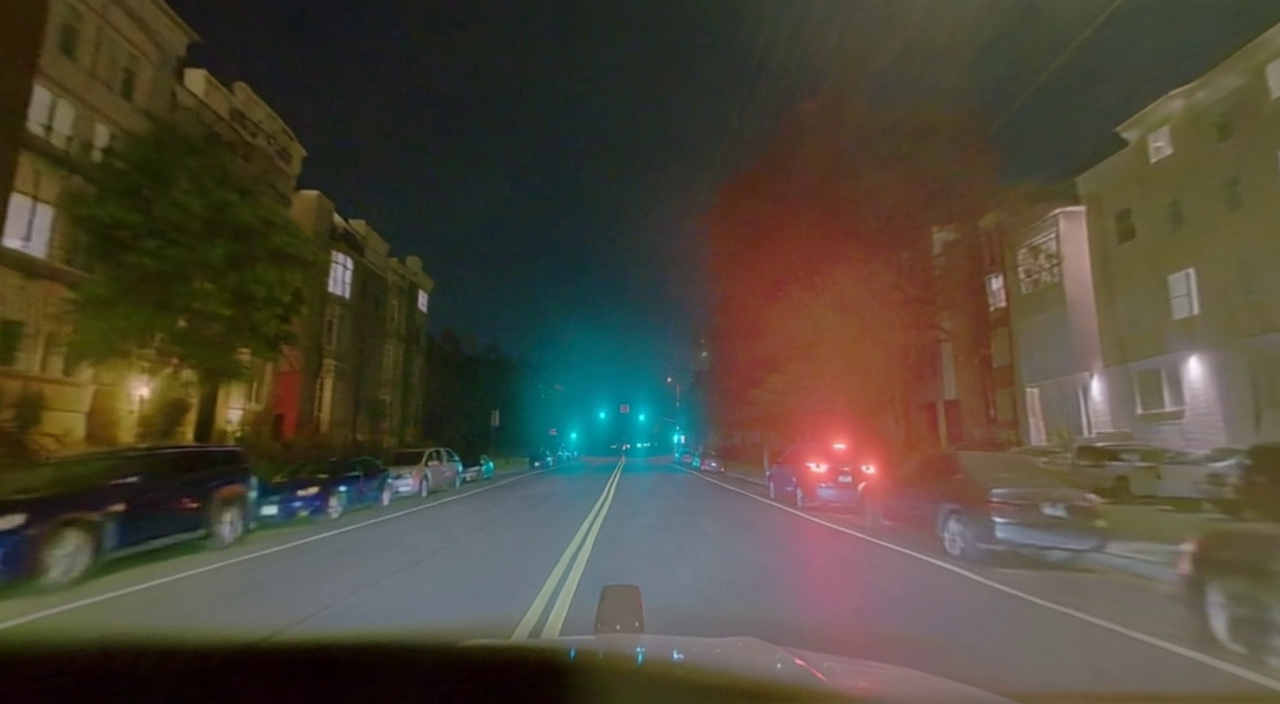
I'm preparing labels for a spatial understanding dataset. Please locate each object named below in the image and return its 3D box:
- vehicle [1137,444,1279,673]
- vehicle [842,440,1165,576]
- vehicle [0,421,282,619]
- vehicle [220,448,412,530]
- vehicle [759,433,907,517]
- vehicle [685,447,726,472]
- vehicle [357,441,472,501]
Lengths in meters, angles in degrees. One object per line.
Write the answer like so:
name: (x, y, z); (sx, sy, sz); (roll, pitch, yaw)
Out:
vehicle: (4.941, 1.139, 2.885); (1.798, 1.432, 4.330); (0, -9, 0)
vehicle: (4.827, 2.092, 9.433); (1.830, 1.477, 4.684); (1, -9, -3)
vehicle: (-6.661, 1.821, 7.870); (1.904, 1.727, 4.530); (1, -9, -3)
vehicle: (-6.709, 2.841, 13.787); (1.811, 1.454, 4.610); (0, -9, -1)
vehicle: (4.413, 2.878, 15.338); (1.992, 1.703, 4.503); (1, -9, -3)
vehicle: (4.152, 6.922, 40.948); (1.955, 1.536, 4.395); (1, -9, -3)
vehicle: (-7.035, 3.737, 20.276); (2.092, 1.706, 4.356); (0, -9, 0)
